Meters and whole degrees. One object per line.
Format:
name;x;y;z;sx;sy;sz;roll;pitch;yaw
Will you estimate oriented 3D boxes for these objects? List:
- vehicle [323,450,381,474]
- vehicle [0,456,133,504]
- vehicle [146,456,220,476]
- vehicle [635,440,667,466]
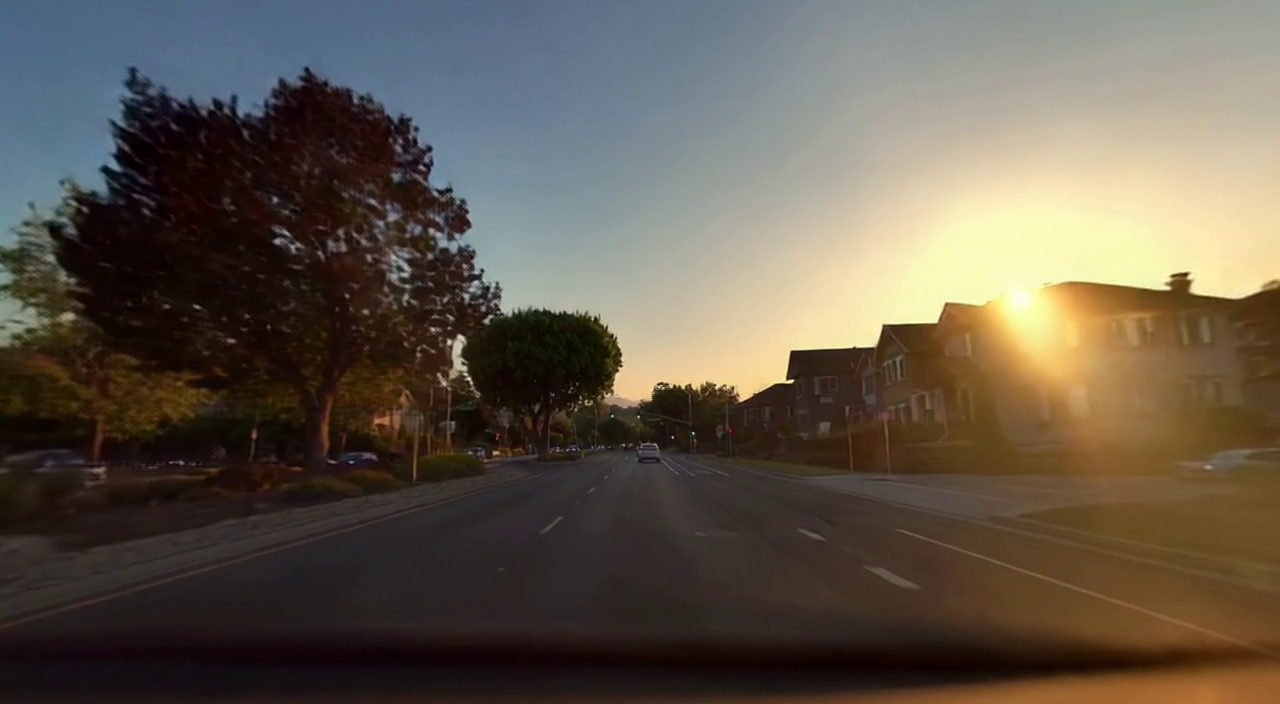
vehicle;-19.550;7.483;43.123;1.950;1.493;4.351;0;-9;-1
vehicle;-19.715;4.194;21.028;1.966;1.341;4.442;0;-9;0
vehicle;-35.428;8.817;49.084;1.779;1.357;4.291;-4;-9;23
vehicle;0.786;7.745;48.597;2.273;1.851;5.075;0;-9;-1
